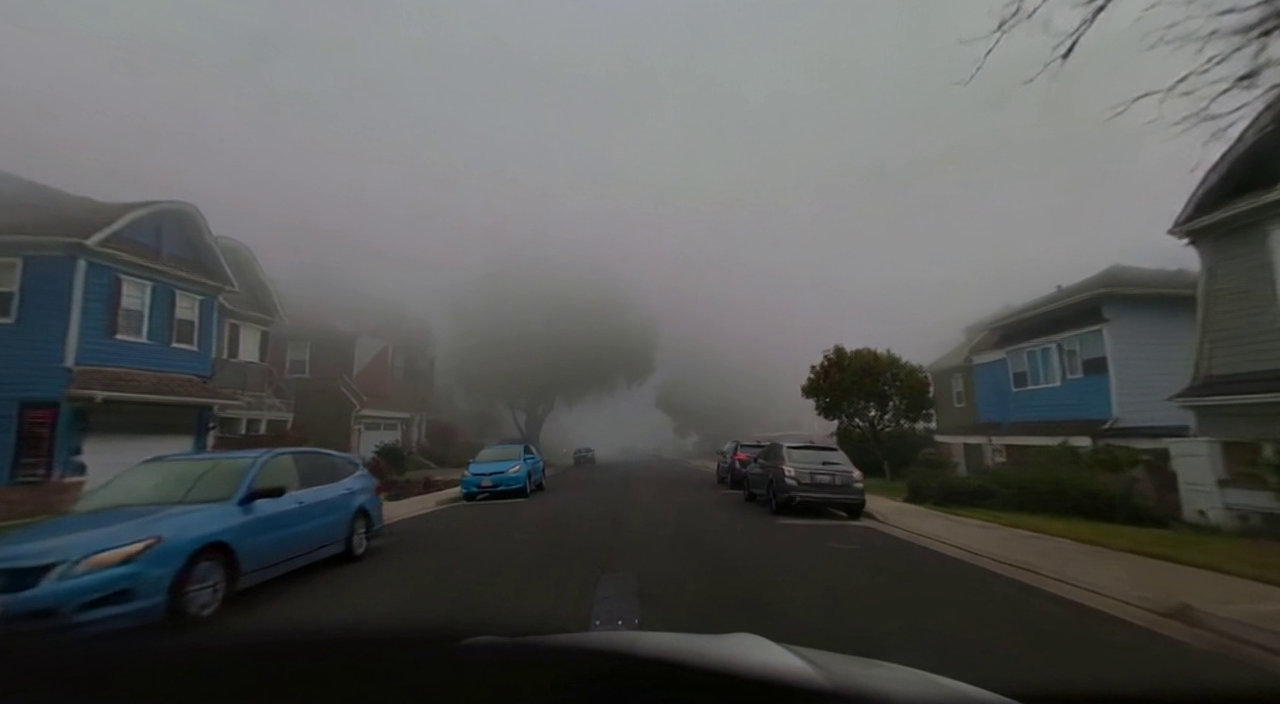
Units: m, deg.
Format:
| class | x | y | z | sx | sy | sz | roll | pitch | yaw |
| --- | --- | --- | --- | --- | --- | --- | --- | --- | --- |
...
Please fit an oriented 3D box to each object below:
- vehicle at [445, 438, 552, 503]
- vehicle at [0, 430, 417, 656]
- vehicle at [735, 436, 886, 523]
| class | x | y | z | sx | sy | sz | roll | pitch | yaw |
| --- | --- | --- | --- | --- | --- | --- | --- | --- | --- |
| vehicle | -3.959 | 3.377 | 18.503 | 2.089 | 1.508 | 4.537 | 2 | -7 | 0 |
| vehicle | -4.333 | 1.644 | 6.859 | 2.020 | 1.470 | 5.300 | 0 | -8 | -2 |
| vehicle | 3.295 | 2.529 | 13.174 | 1.888 | 1.484 | 4.476 | 0 | -8 | 0 |
